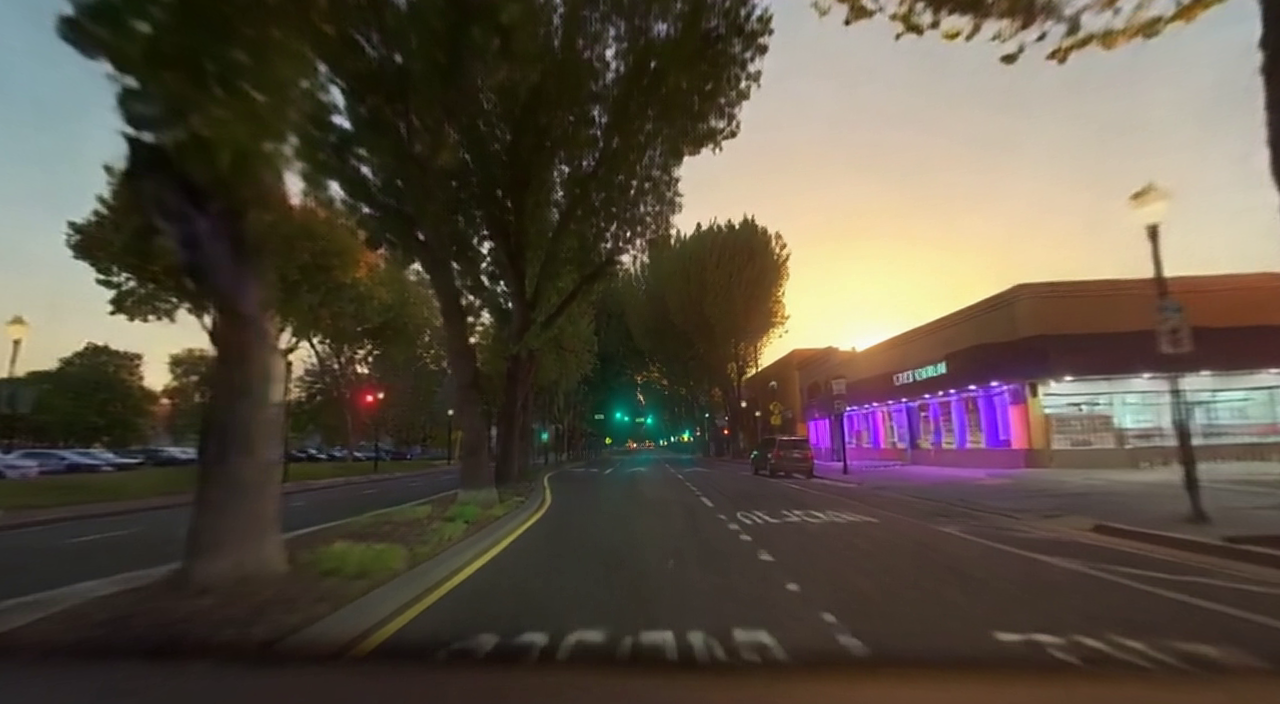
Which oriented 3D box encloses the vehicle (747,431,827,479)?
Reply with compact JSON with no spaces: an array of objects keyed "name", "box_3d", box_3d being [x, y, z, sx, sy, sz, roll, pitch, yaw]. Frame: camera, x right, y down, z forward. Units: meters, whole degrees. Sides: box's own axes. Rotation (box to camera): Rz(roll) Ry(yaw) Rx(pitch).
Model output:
[{"name":"vehicle","box_3d":[6.326,4.510,27.876,2.112,1.894,4.910,0,-8,-3]}]
